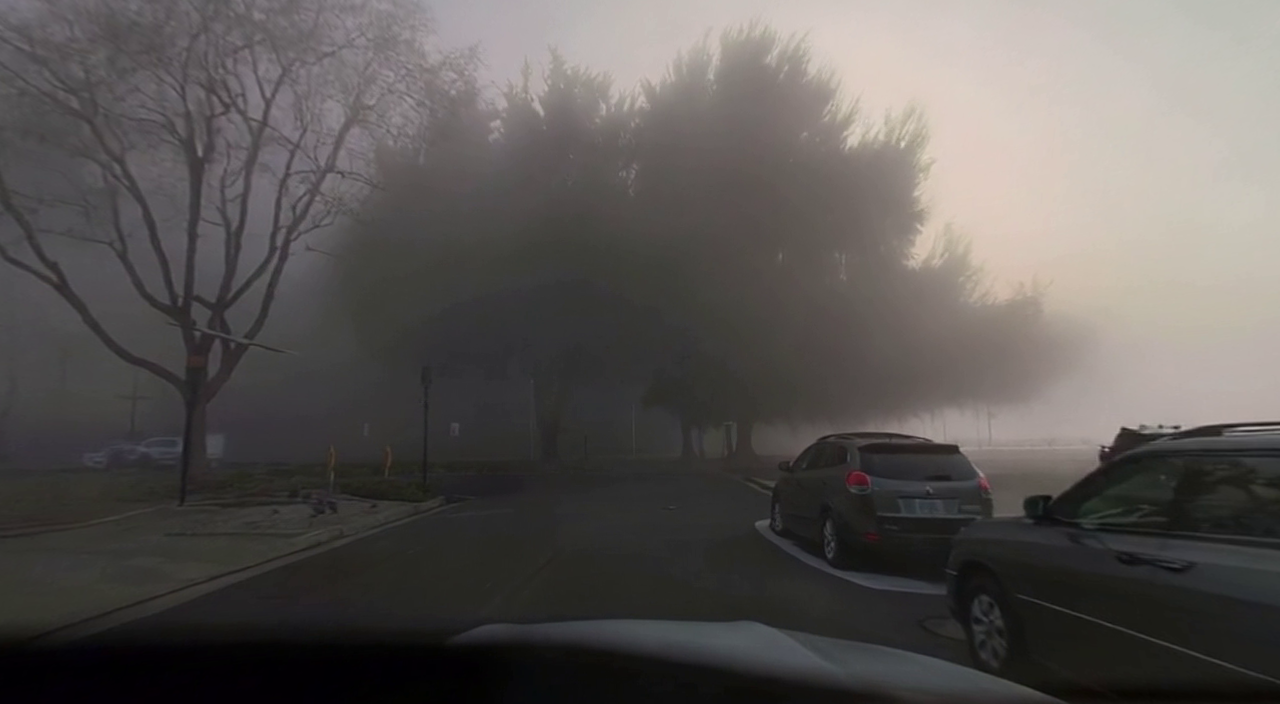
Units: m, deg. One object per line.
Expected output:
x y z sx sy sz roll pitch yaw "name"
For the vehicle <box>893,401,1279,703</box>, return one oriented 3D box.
3.046 1.031 2.677 2.064 1.532 4.596 0 -9 1 "vehicle"
